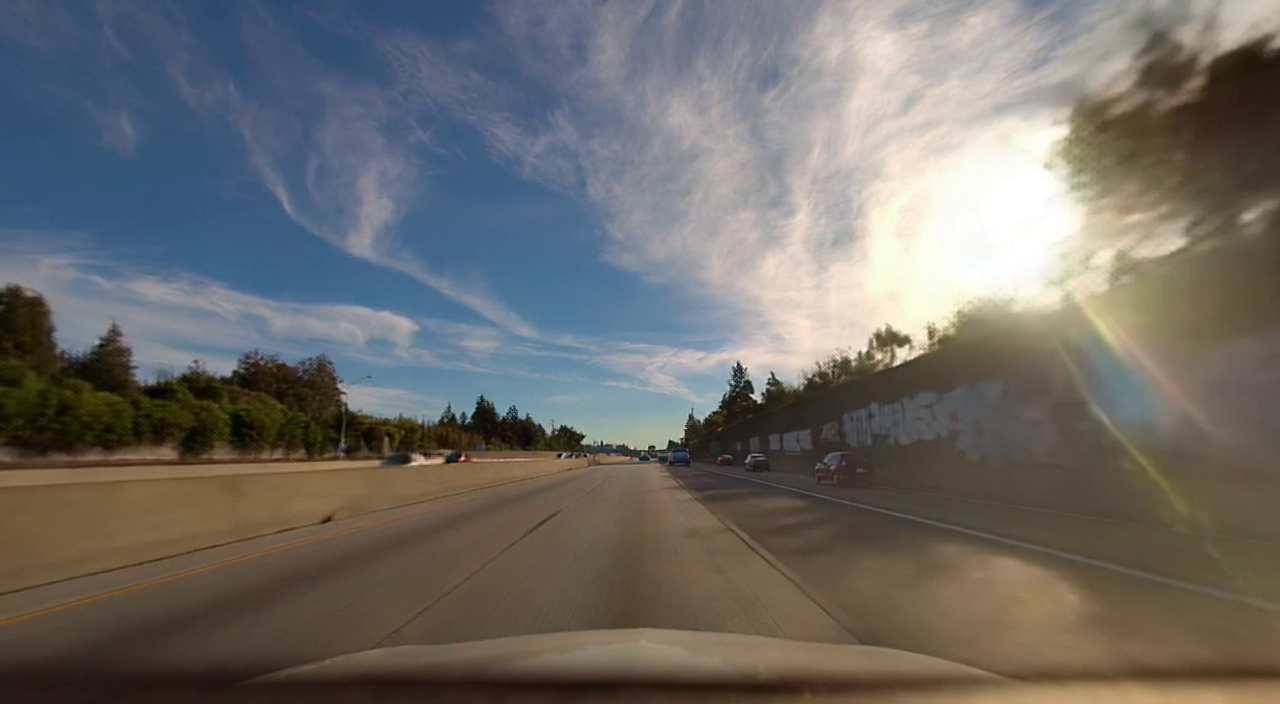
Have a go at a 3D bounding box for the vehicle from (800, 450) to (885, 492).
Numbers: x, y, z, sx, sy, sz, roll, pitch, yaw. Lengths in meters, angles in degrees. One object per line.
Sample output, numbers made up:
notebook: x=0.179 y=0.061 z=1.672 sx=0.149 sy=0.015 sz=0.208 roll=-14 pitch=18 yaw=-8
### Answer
vehicle: x=7.945 y=4.696 z=25.240 sx=1.907 sy=1.495 sz=4.517 roll=0 pitch=-9 yaw=0

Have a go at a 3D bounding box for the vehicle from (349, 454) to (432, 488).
vehicle: x=-11.747 y=5.603 z=30.013 sx=2.024 sy=1.459 sz=4.497 roll=0 pitch=-9 yaw=1

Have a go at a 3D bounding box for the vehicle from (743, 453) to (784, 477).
vehicle: x=8.268 y=7.586 z=42.604 sx=1.842 sy=1.475 sz=4.479 roll=0 pitch=-9 yaw=0
